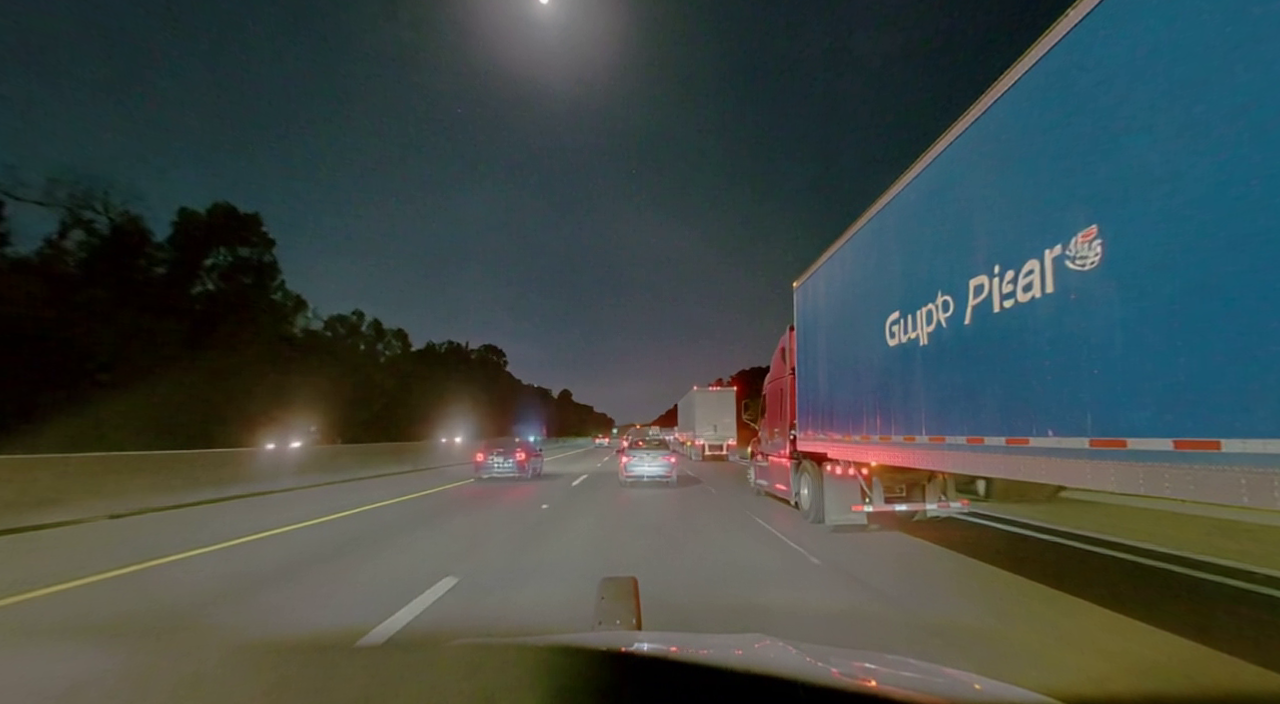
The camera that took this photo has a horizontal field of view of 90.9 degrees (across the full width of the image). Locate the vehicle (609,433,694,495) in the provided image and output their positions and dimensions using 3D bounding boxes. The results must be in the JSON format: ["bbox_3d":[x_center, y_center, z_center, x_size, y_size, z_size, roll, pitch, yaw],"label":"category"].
[{"bbox_3d":[0.254,2.904,16.788,2.021,1.435,3.611,0,-8,-1],"label":"vehicle"}]

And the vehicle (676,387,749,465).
[{"bbox_3d":[4.210,4.805,39.977,2.869,4.067,13.731,0,-8,0],"label":"vehicle"}]

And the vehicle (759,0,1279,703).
[{"bbox_3d":[4.252,0.239,6.947,2.816,4.070,14.136,0,-8,-1],"label":"vehicle"}]

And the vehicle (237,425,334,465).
[{"bbox_3d":[-17.609,4.651,31.612,2.037,1.840,4.691,0,-8,2],"label":"vehicle"}]

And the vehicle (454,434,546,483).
[{"bbox_3d":[-4.542,3.500,21.214,2.048,1.452,4.430,0,-8,0],"label":"vehicle"}]
